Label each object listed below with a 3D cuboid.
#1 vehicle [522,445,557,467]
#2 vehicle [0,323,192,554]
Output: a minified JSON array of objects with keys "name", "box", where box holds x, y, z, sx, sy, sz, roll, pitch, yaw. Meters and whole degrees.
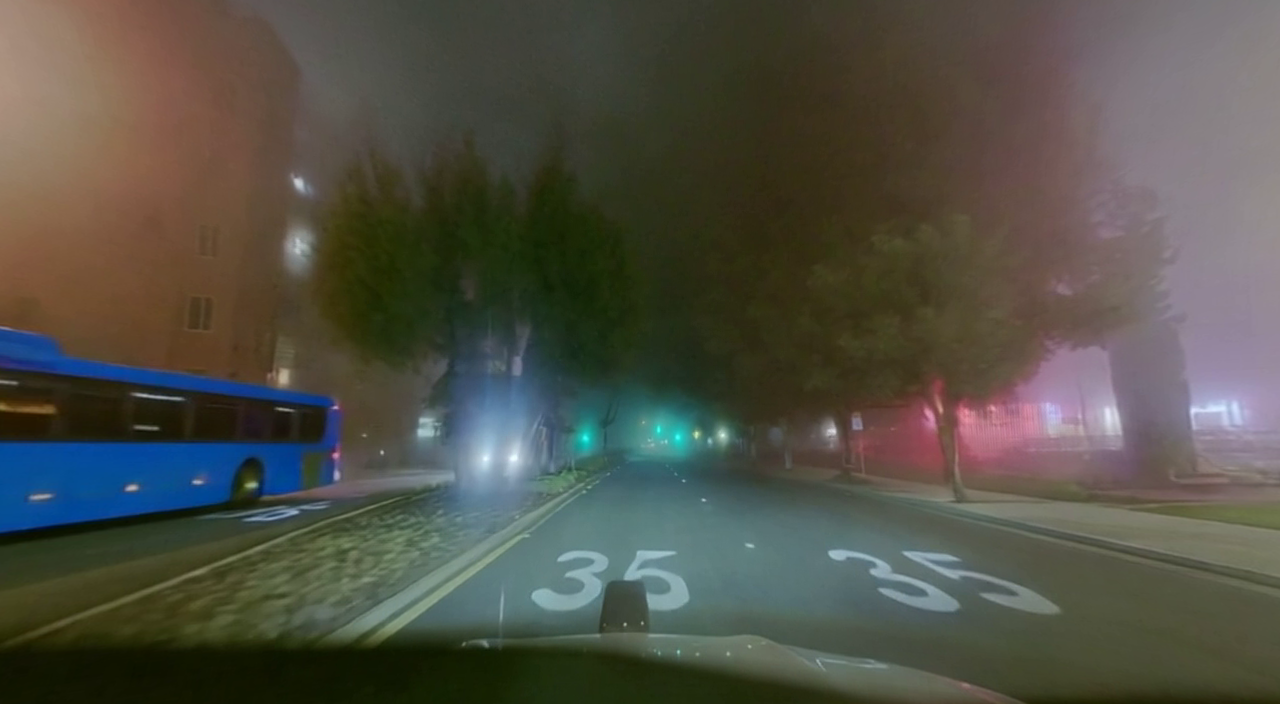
[{"name":"vehicle","box":[-7.426,7.701,46.896,1.911,1.472,4.582,0,-8,0]},{"name":"vehicle","box":[-11.072,1.106,8.166,3.052,3.397,10.003,0,-8,1]}]
